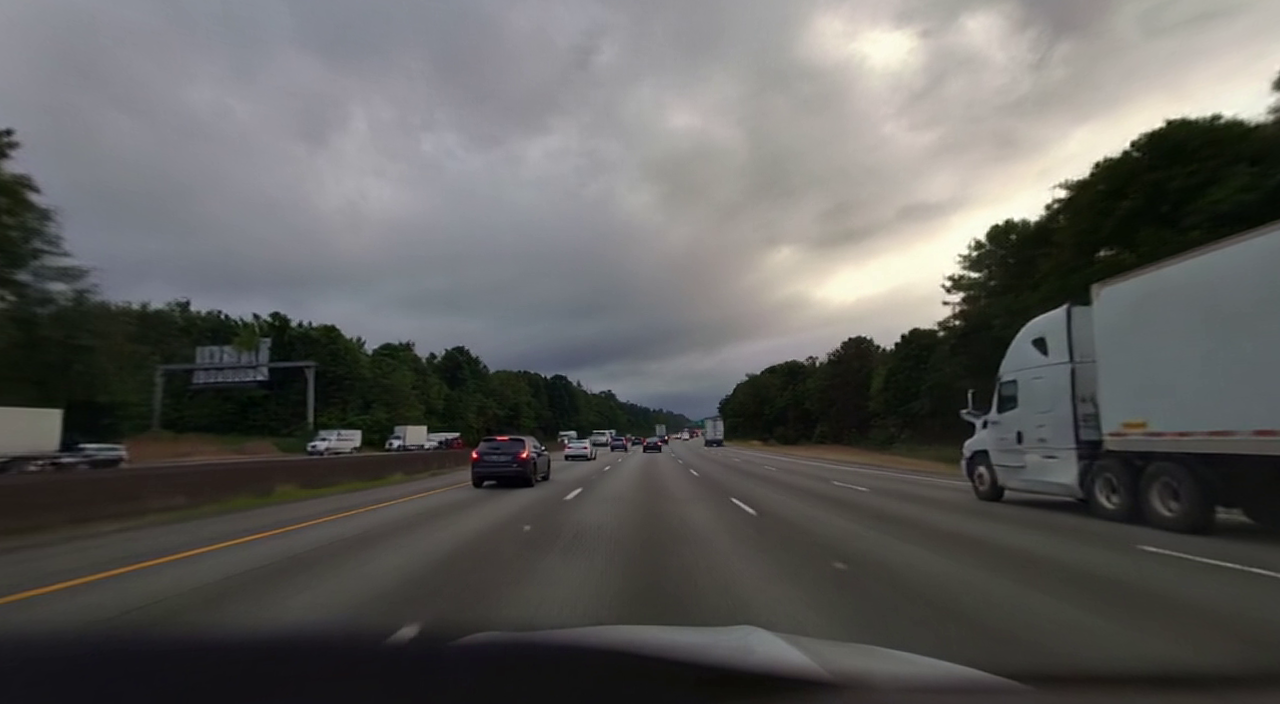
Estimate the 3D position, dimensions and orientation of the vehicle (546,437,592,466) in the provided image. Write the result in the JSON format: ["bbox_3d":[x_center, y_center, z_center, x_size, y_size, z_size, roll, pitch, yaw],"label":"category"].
[{"bbox_3d":[-3.785,5.363,34.337,2.013,1.460,4.027,0,-8,1],"label":"vehicle"}]

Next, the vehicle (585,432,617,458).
[{"bbox_3d":[-2.856,6.930,47.003,2.064,1.826,4.263,0,-8,1],"label":"vehicle"}]

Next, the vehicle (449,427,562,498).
[{"bbox_3d":[-3.377,2.849,16.761,2.137,1.618,4.209,0,-8,-1],"label":"vehicle"}]

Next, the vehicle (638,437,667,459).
[{"bbox_3d":[0.857,6.879,45.334,2.004,1.465,3.842,0,-8,0],"label":"vehicle"}]

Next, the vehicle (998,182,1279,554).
[{"bbox_3d":[8.606,-0.085,5.082,2.866,4.100,14.057,0,-8,-2],"label":"vehicle"}]

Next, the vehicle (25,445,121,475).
[{"bbox_3d":[-28.022,5.322,31.287,1.569,1.354,3.425,0,-8,0],"label":"vehicle"}]
